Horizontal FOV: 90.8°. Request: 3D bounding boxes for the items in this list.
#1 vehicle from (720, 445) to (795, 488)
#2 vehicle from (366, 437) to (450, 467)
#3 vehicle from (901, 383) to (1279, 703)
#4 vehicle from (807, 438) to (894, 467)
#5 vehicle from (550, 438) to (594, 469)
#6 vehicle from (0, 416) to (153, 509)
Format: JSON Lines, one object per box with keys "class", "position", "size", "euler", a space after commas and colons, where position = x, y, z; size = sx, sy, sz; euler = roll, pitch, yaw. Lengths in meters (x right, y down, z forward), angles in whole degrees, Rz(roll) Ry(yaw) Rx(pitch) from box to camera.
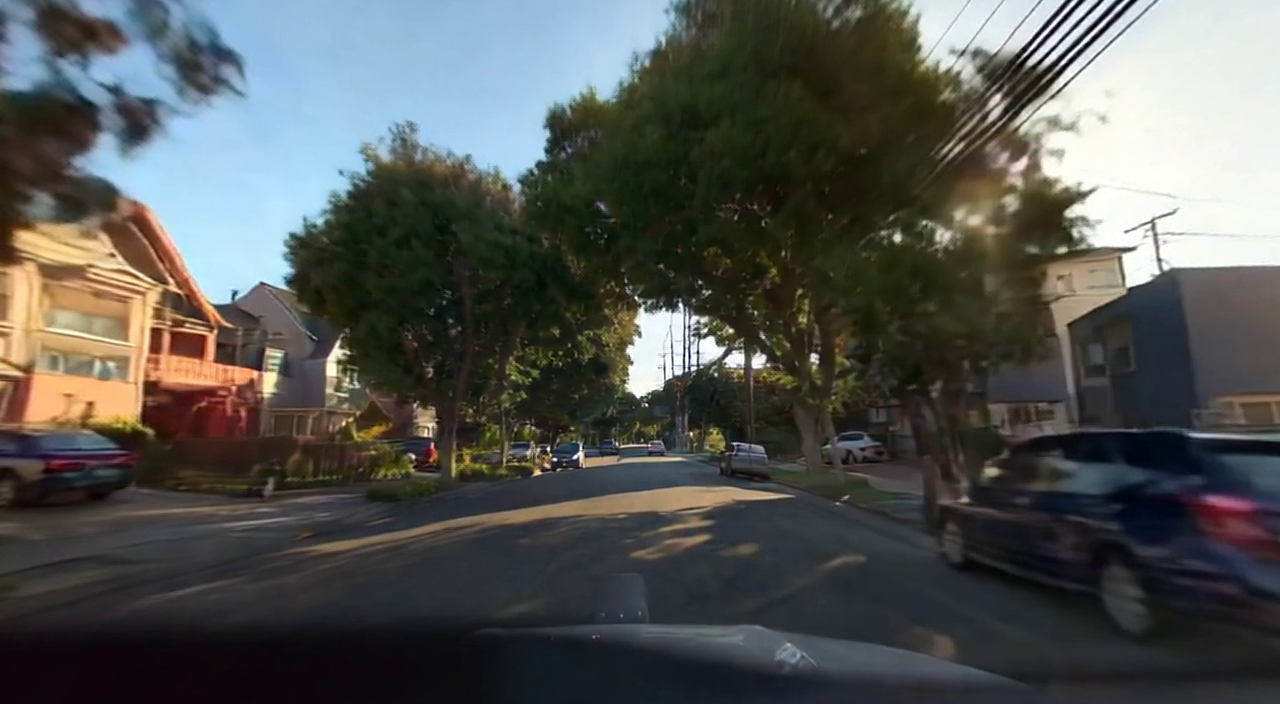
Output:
{"class": "vehicle", "position": [4.418, 4.367, 24.487], "size": [2.031, 1.471, 4.328], "euler": [0, -9, 0]}
{"class": "vehicle", "position": [-13.917, 5.998, 37.837], "size": [4.702, 1.675, 1.984], "euler": [-4, -10, 26]}
{"class": "vehicle", "position": [4.232, 1.377, 5.444], "size": [2.066, 1.753, 4.877], "euler": [0, -9, 3]}
{"class": "vehicle", "position": [12.696, 6.083, 38.288], "size": [4.583, 1.709, 1.977], "euler": [-1, -9, 5]}
{"class": "vehicle", "position": [-4.206, 6.361, 40.030], "size": [2.164, 1.810, 5.044], "euler": [1, -8, 1]}
{"class": "vehicle", "position": [-12.277, 1.973, 11.669], "size": [4.792, 1.521, 2.077], "euler": [1, -9, 0]}
